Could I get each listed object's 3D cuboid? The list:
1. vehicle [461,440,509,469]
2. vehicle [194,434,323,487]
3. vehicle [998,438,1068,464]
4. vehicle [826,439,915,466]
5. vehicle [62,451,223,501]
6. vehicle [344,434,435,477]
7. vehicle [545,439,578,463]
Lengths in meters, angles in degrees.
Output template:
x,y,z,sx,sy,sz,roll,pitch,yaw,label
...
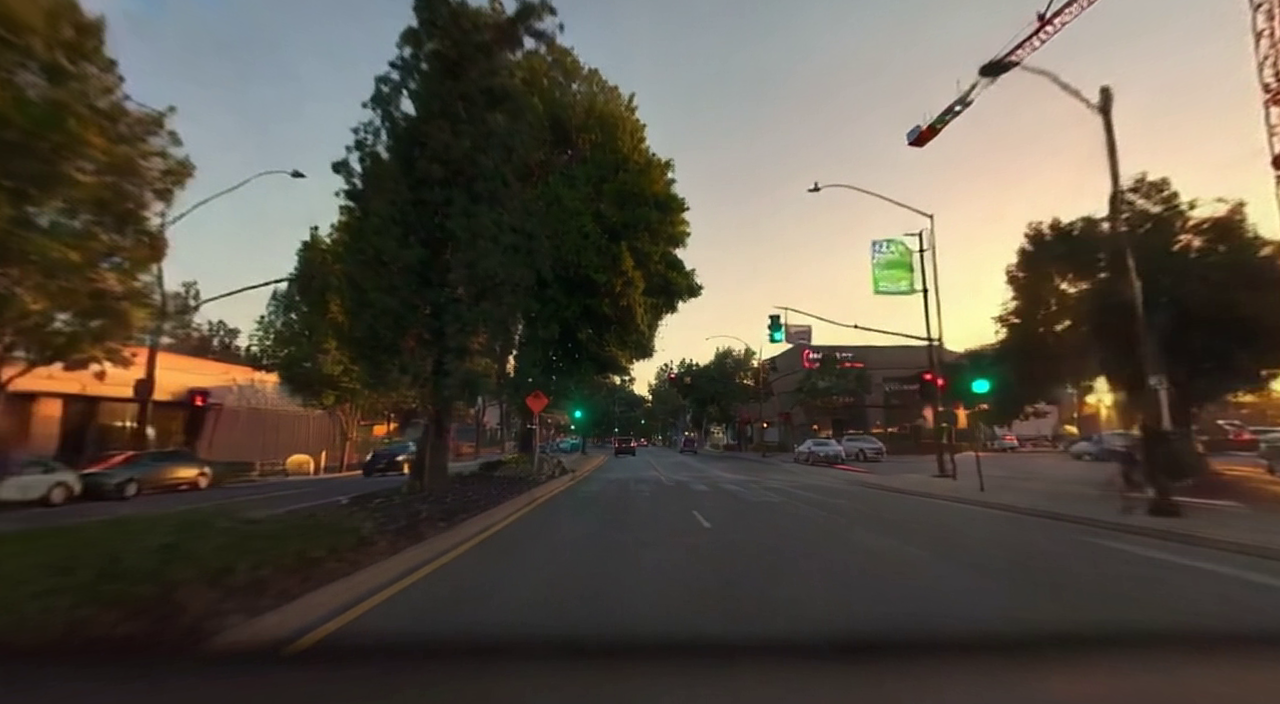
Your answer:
x,y,z,sx,sy,sz,roll,pitch,yaw,label
-9.334,6.188,38.344,1.918,1.640,3.971,0,-9,0,vehicle
-16.558,4.732,27.908,2.190,2.069,5.804,0,-9,-2,vehicle
23.540,5.886,37.815,3.995,1.463,1.862,5,-10,-31,vehicle
13.616,5.972,37.563,4.506,1.479,1.924,0,-9,1,vehicle
-16.601,4.125,21.460,1.804,1.467,4.489,0,-9,0,vehicle
-12.278,5.115,31.495,2.249,1.952,5.746,0,-9,-1,vehicle
-6.145,7.767,49.792,1.983,1.715,4.466,-2,-8,0,vehicle
